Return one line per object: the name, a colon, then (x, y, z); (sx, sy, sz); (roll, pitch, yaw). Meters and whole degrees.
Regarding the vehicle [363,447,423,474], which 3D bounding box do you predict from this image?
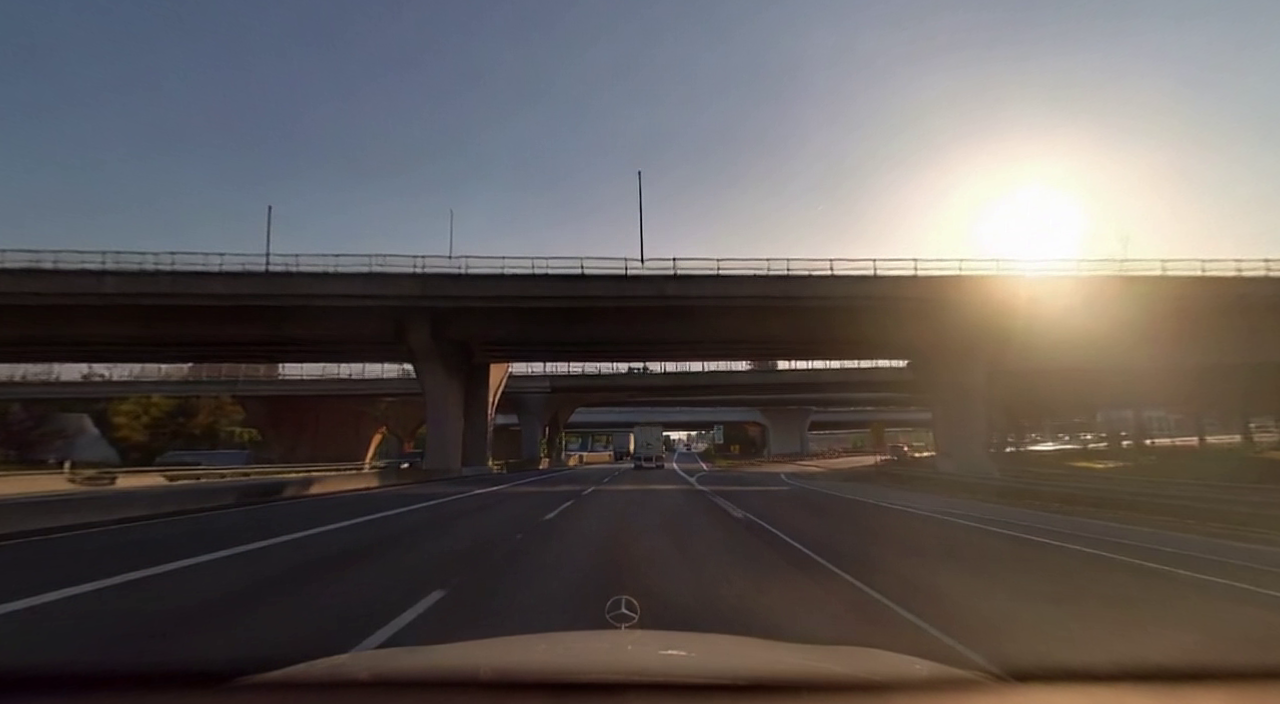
vehicle: (-15.749, 6.959, 40.432); (1.895, 1.607, 4.412); (-1, -9, 2)
